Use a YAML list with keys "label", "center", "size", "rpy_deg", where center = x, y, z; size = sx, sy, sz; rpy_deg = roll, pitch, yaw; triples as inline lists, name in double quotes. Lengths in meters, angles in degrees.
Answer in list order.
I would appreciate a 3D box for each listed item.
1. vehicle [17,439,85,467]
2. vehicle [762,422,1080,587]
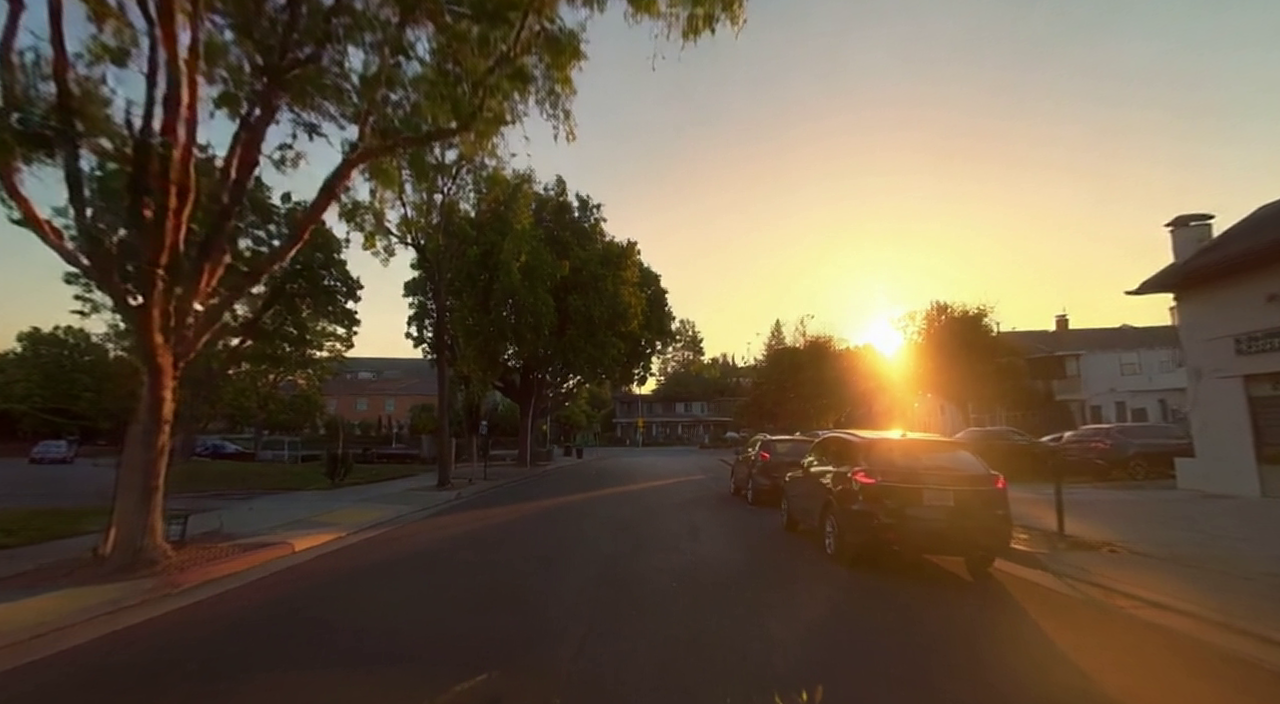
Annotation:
- label: "vehicle"
  center: [-37.059, 6.344, 39.719]
  size: [4.157, 1.687, 2.419]
  rpy_deg: [-7, -12, 39]
- label: "vehicle"
  center: [3.092, 1.780, 8.296]
  size: [2.064, 1.532, 4.596]
  rpy_deg: [0, -9, 0]
